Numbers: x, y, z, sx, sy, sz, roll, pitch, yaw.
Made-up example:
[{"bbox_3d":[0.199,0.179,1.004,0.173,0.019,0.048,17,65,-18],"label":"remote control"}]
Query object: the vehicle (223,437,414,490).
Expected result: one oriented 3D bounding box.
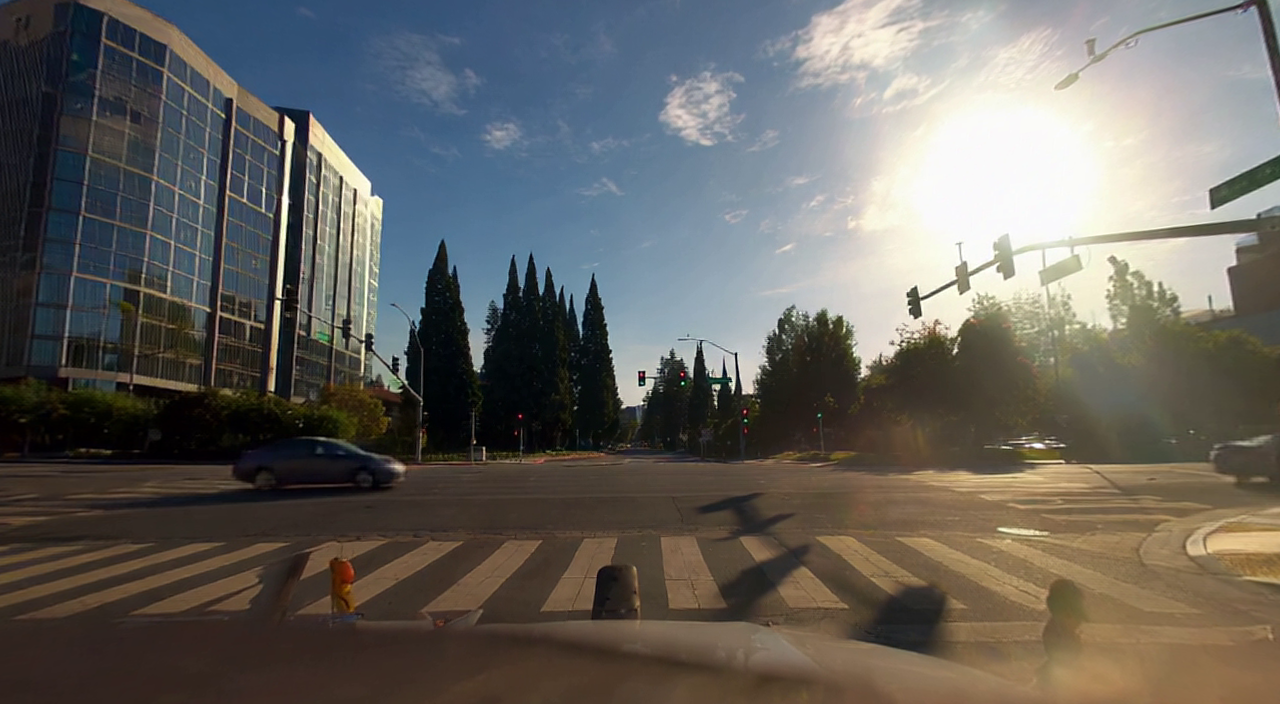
[{"bbox_3d":[-9.502,3.328,18.987,4.698,1.466,1.883,0,-9,1],"label":"vehicle"}]
